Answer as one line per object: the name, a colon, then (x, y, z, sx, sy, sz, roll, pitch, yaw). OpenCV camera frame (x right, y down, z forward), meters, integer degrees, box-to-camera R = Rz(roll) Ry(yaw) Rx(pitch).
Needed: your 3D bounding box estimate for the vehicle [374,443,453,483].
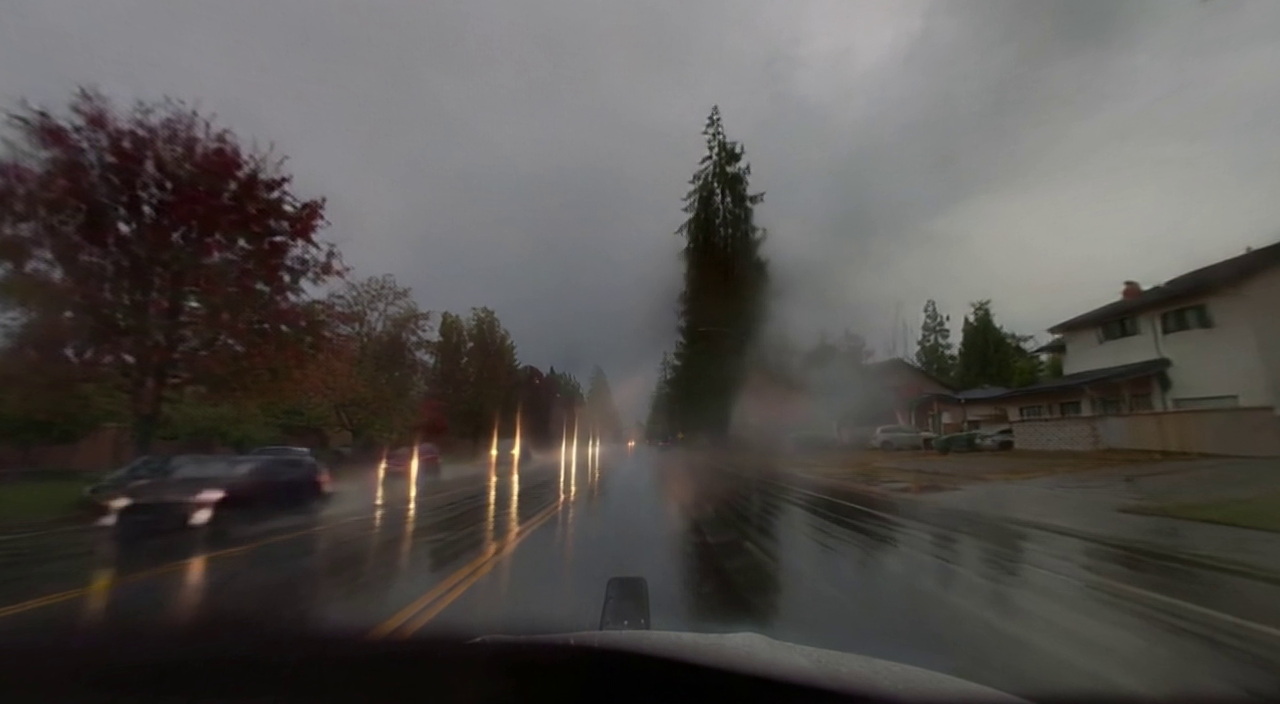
vehicle: (-10.341, 5.070, 29.097, 2.006, 1.672, 4.314, 0, -9, 0)

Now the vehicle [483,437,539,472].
vehicle: (-6.865, 5.521, 33.964, 2.000, 1.738, 4.251, 0, -9, 2)

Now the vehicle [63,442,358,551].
vehicle: (-6.921, 2.328, 10.910, 1.975, 1.481, 4.318, 0, -9, 1)
